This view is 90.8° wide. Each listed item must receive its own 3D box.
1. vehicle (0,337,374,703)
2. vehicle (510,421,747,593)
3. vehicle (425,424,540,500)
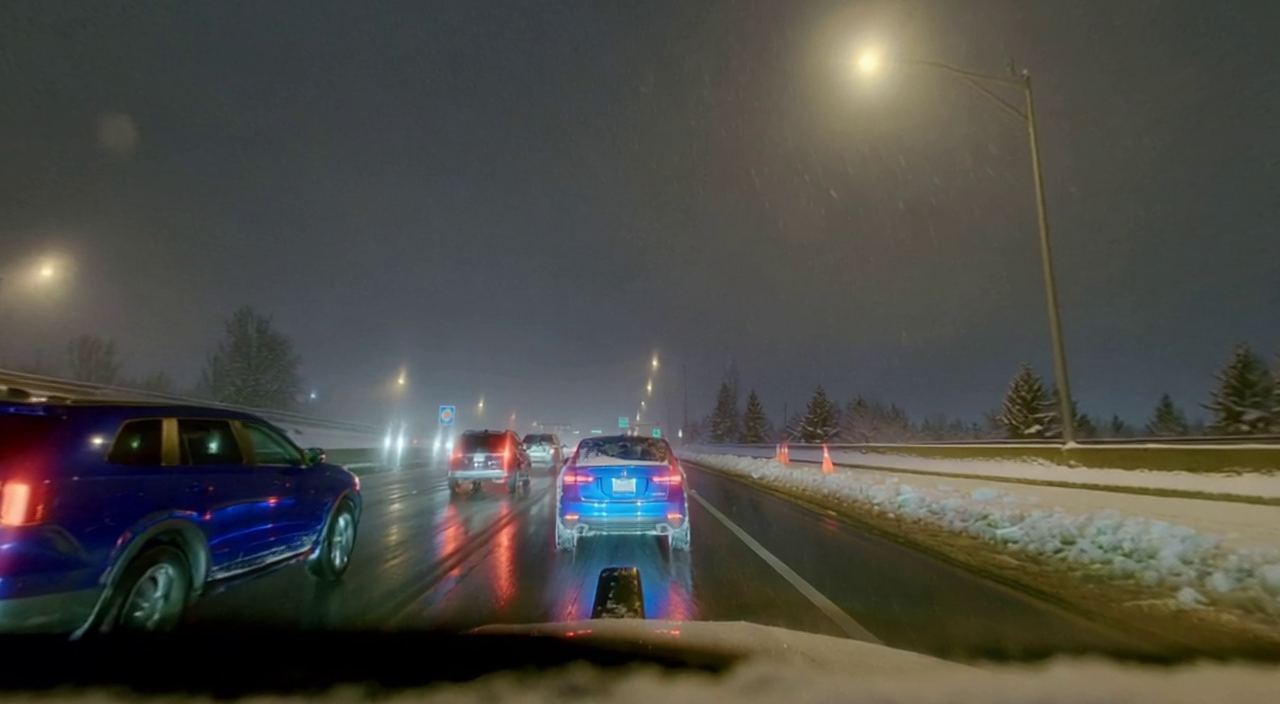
[{"bbox_3d":[-3.636,1.052,4.193,2.025,1.708,4.089,0,-9,-1],"label":"vehicle"},{"bbox_3d":[-0.182,1.653,7.585,2.069,1.484,3.982,0,-9,-3],"label":"vehicle"},{"bbox_3d":[-3.939,2.826,16.537,1.982,1.727,4.057,0,-9,-1],"label":"vehicle"}]
